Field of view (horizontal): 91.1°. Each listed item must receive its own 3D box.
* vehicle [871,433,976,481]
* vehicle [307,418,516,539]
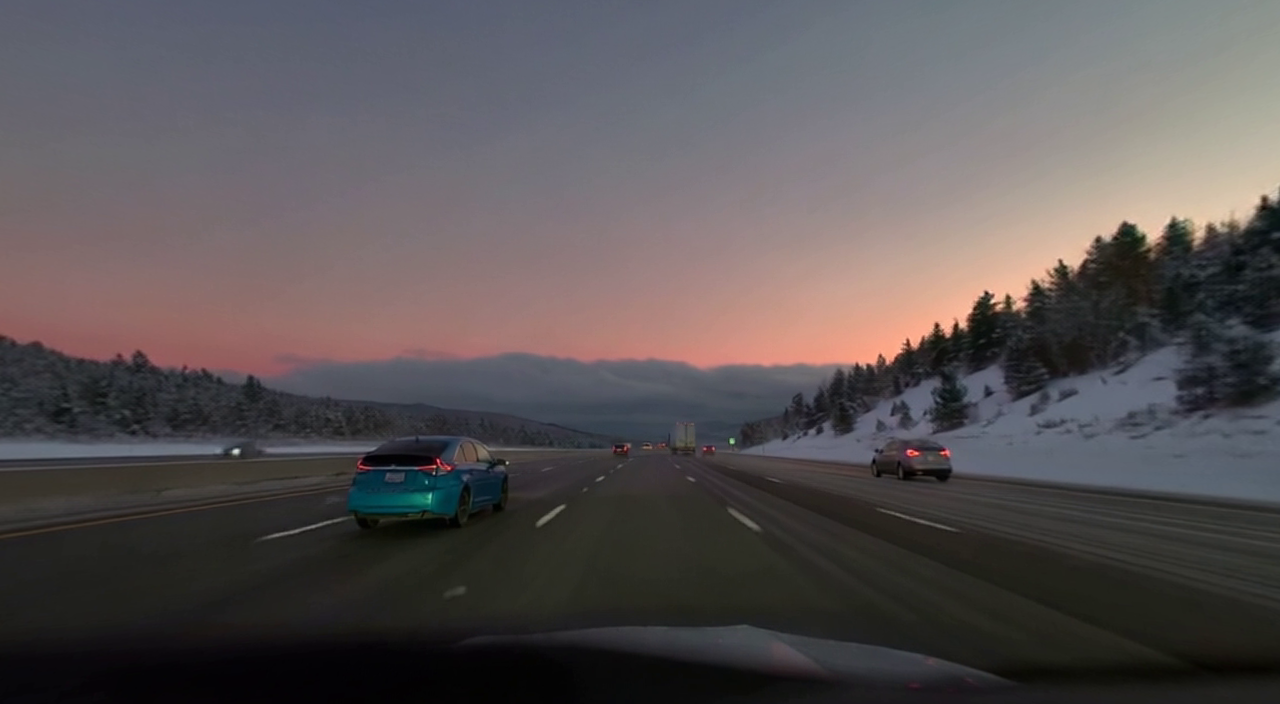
[{"bbox_3d":[11.154,4.165,25.126,2.062,1.736,4.589,0,-8,0],"label":"vehicle"},{"bbox_3d":[-3.484,1.999,10.483,1.967,1.615,3.886,0,-8,1],"label":"vehicle"}]
